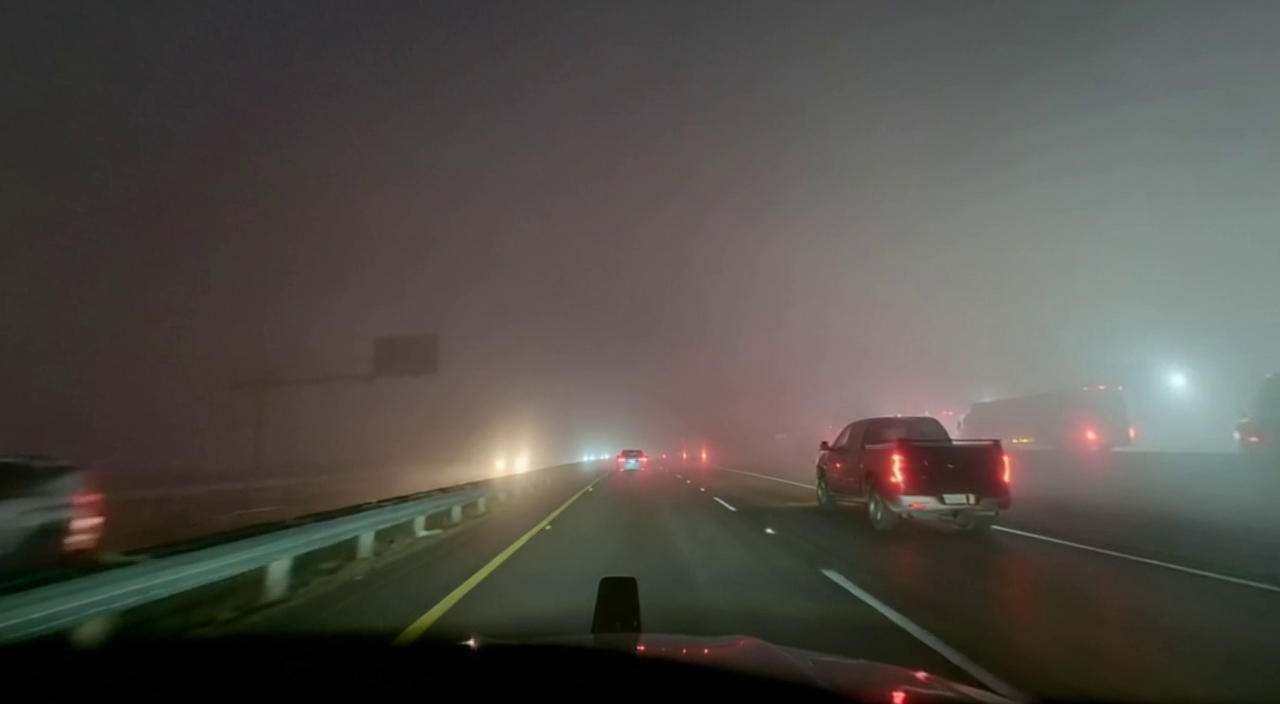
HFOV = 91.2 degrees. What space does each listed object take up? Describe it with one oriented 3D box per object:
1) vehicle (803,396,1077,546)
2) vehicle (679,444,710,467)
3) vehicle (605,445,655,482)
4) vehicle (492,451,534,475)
[{"bbox_3d":[4.586,1.939,10.722,2.261,1.952,4.784,0,-9,0],"label":"vehicle"},{"bbox_3d":[4.054,7.718,46.847,1.936,1.589,3.915,0,-9,0],"label":"vehicle"},{"bbox_3d":[-0.381,4.820,27.332,2.029,1.483,3.769,0,-9,1],"label":"vehicle"},{"bbox_3d":[-8.957,7.865,44.608,1.912,1.532,4.610,-1,-9,1],"label":"vehicle"}]
